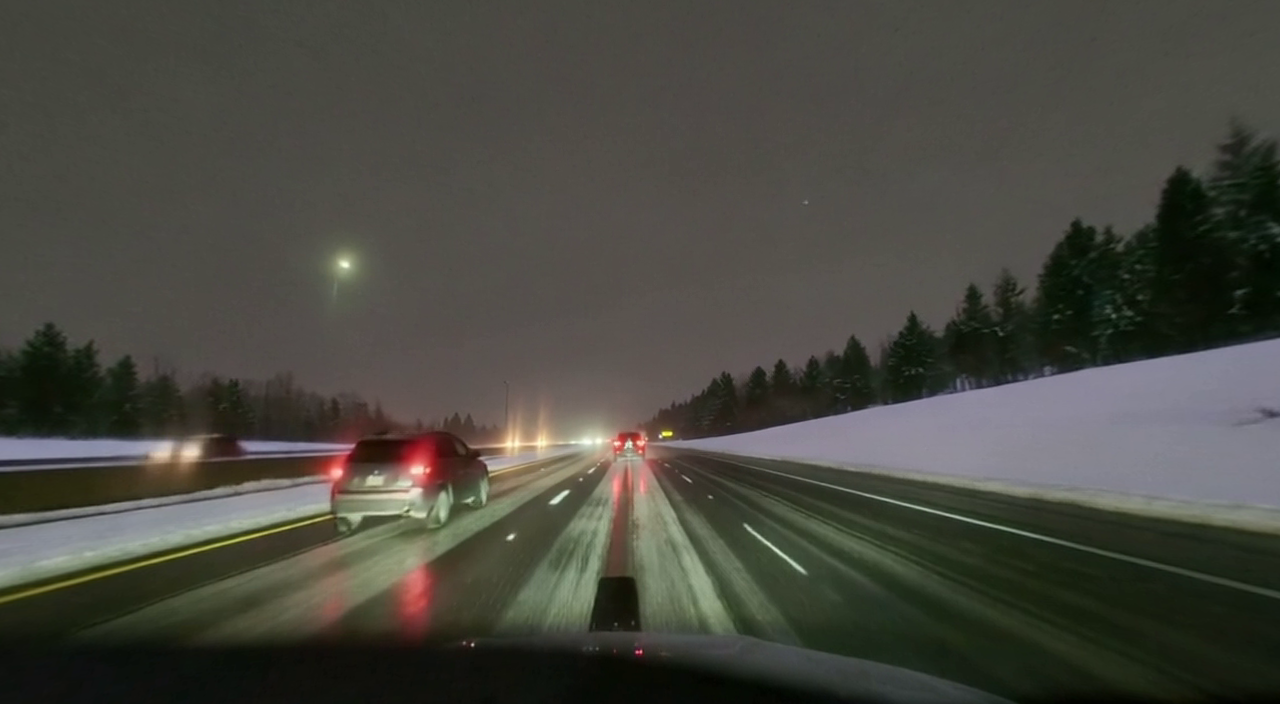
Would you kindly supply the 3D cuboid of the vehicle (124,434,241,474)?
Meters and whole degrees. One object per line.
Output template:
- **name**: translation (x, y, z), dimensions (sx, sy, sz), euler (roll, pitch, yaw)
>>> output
- **vehicle**: translation (-19.422, 4.335, 27.002), dimensions (1.985, 1.558, 4.109), euler (0, -8, -2)

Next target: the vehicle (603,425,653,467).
- **vehicle**: translation (-0.640, 4.801, 32.301), dimensions (2.382, 1.973, 4.439), euler (0, -8, -2)

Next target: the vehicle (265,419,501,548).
- **vehicle**: translation (-3.735, 1.978, 10.183), dimensions (2.039, 1.602, 4.317), euler (0, -8, -1)
